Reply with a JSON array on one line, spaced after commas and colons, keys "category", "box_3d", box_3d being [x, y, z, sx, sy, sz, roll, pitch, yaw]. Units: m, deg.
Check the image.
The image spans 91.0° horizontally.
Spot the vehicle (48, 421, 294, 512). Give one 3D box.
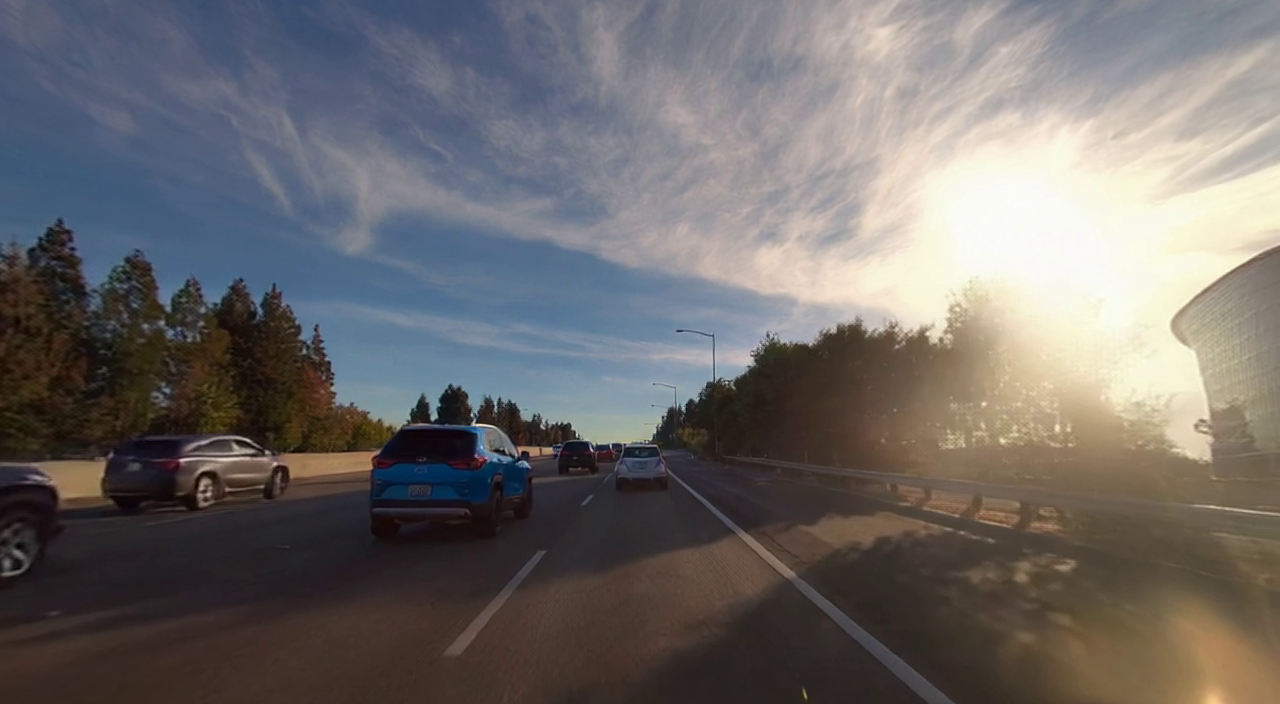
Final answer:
[{"category": "vehicle", "box_3d": [-10.486, 2.597, 14.706, 2.011, 1.751, 4.712, 0, -9, 1]}]

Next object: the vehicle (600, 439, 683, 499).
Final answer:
[{"category": "vehicle", "box_3d": [0.004, 3.239, 17.813, 2.068, 1.488, 4.045, 0, -9, -1]}]

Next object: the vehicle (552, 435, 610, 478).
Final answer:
[{"category": "vehicle", "box_3d": [-2.584, 4.709, 28.564, 2.125, 1.771, 4.721, 0, -9, 0]}]

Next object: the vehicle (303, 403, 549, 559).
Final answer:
[{"category": "vehicle", "box_3d": [-2.804, 1.812, 9.453, 2.123, 1.798, 4.108, 0, -9, 2]}]
